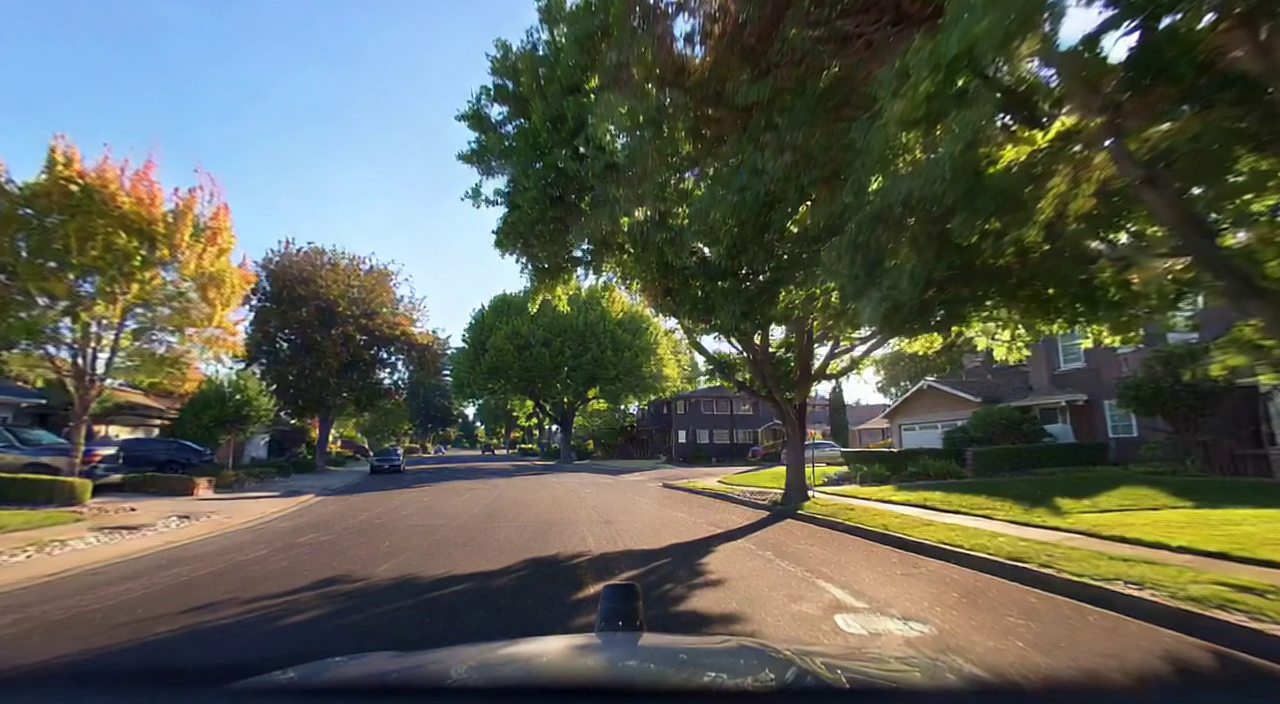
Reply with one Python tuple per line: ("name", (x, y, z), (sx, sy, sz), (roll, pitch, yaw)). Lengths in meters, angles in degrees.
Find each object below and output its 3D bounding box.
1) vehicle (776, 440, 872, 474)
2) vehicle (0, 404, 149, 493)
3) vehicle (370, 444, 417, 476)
("vehicle", (10.519, 5.948, 36.020), (4.933, 1.817, 2.014), (3, -8, -18))
("vehicle", (-16.473, 2.423, 15.798), (5.907, 2.064, 2.507), (1, -9, -9))
("vehicle", (-13.394, 5.895, 34.426), (1.938, 1.499, 4.290), (-1, -9, -15))
